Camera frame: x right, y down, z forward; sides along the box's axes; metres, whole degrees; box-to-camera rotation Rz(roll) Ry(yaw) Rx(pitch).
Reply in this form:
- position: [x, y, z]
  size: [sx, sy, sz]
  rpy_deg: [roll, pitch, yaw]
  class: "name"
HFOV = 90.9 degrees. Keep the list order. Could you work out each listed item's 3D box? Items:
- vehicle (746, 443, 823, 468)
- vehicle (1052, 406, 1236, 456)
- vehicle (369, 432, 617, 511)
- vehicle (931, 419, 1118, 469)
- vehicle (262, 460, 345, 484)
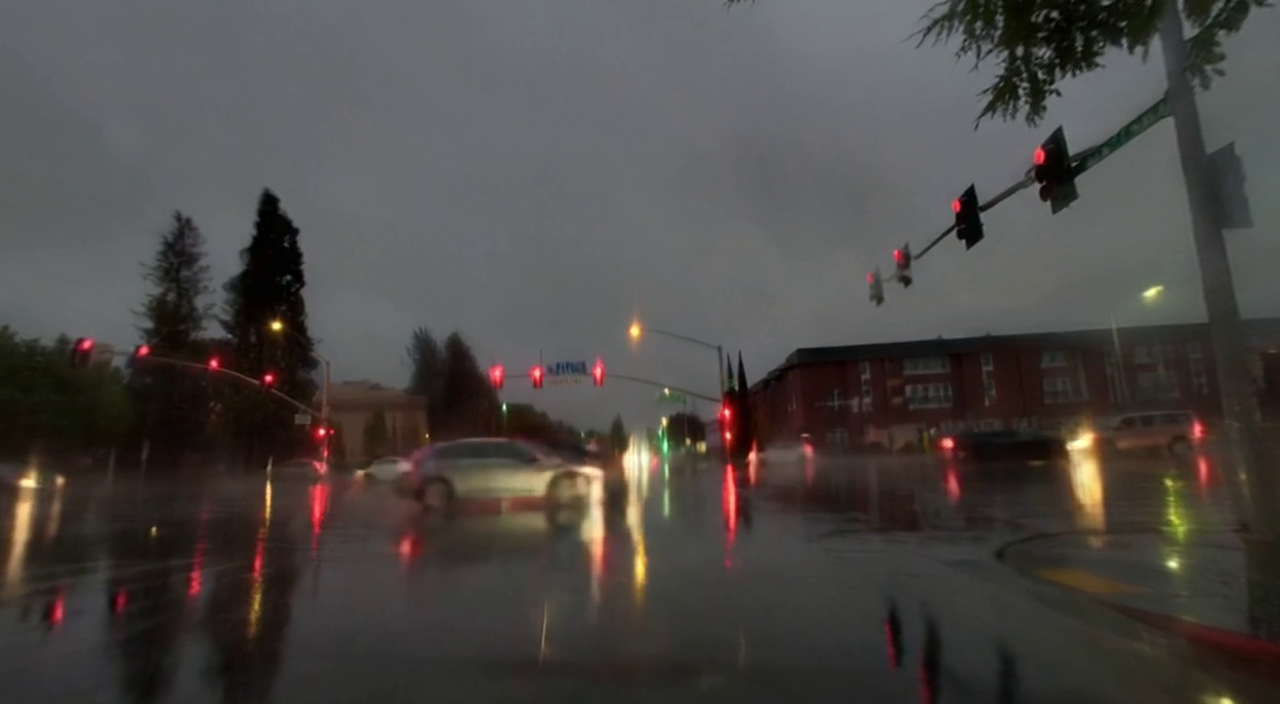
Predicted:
- position: [8.805, 6.372, 38.801]
  size: [4.377, 1.491, 1.734]
  rpy_deg: [-1, -9, 6]
  class: "vehicle"
- position: [18.868, 3.025, 23.829]
  size: [4.987, 1.780, 1.996]
  rpy_deg: [-1, -9, 6]
  class: "vehicle"
- position: [-2.993, 2.519, 13.479]
  size: [4.808, 1.517, 1.806]
  rpy_deg: [-1, -9, 6]
  class: "vehicle"
- position: [11.949, 2.922, 19.886]
  size: [4.606, 1.479, 1.821]
  rpy_deg: [-1, -9, 6]
  class: "vehicle"
- position: [-22.520, 8.009, 42.264]
  size: [4.608, 1.481, 1.815]
  rpy_deg: [-2, -9, 5]
  class: "vehicle"
